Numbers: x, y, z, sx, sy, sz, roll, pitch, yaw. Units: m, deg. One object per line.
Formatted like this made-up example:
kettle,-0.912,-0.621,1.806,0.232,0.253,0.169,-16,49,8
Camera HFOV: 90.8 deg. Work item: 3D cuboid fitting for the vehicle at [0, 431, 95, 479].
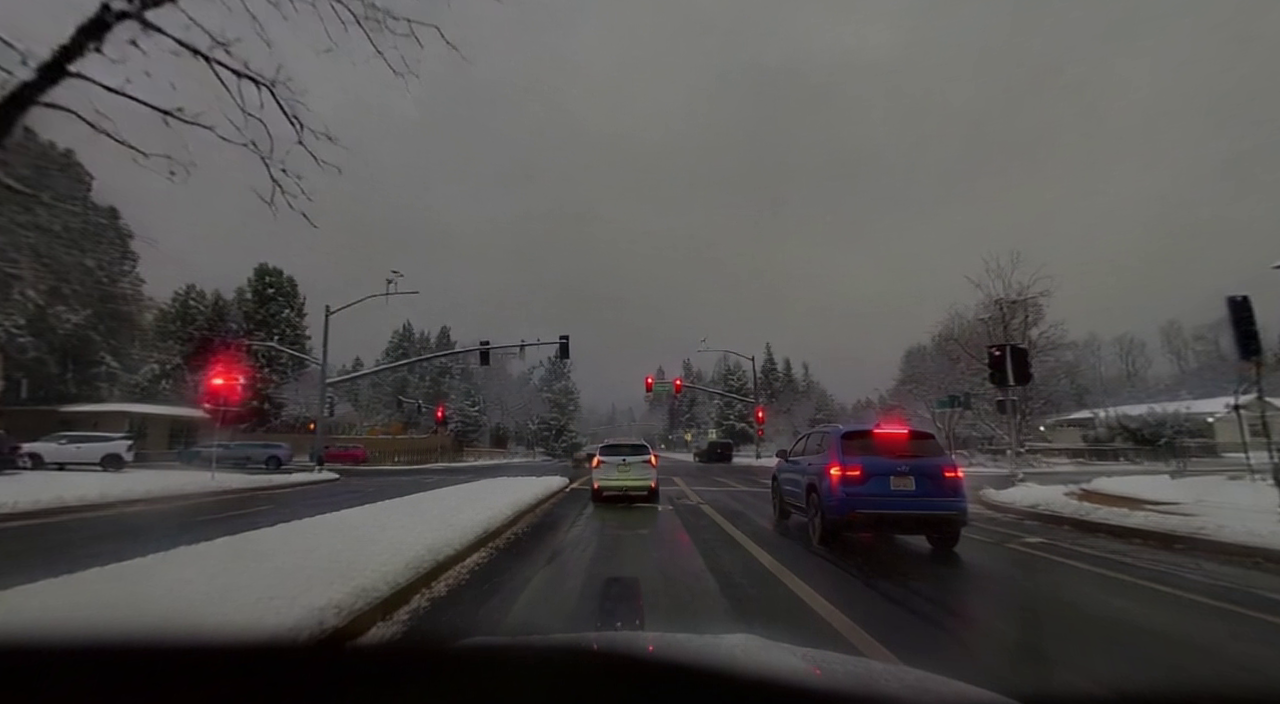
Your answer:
vehicle,-28.745,4.761,29.151,4.957,2.108,2.246,4,-10,-29

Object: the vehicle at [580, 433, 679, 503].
vehicle,-0.232,2.895,16.267,2.177,1.512,4.682,0,-8,0

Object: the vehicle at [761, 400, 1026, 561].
vehicle,3.232,1.747,9.254,2.046,1.768,4.370,0,-9,0

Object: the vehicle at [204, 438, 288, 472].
vehicle,-28.642,7.445,45.949,4.943,2.110,2.217,3,-11,-37
